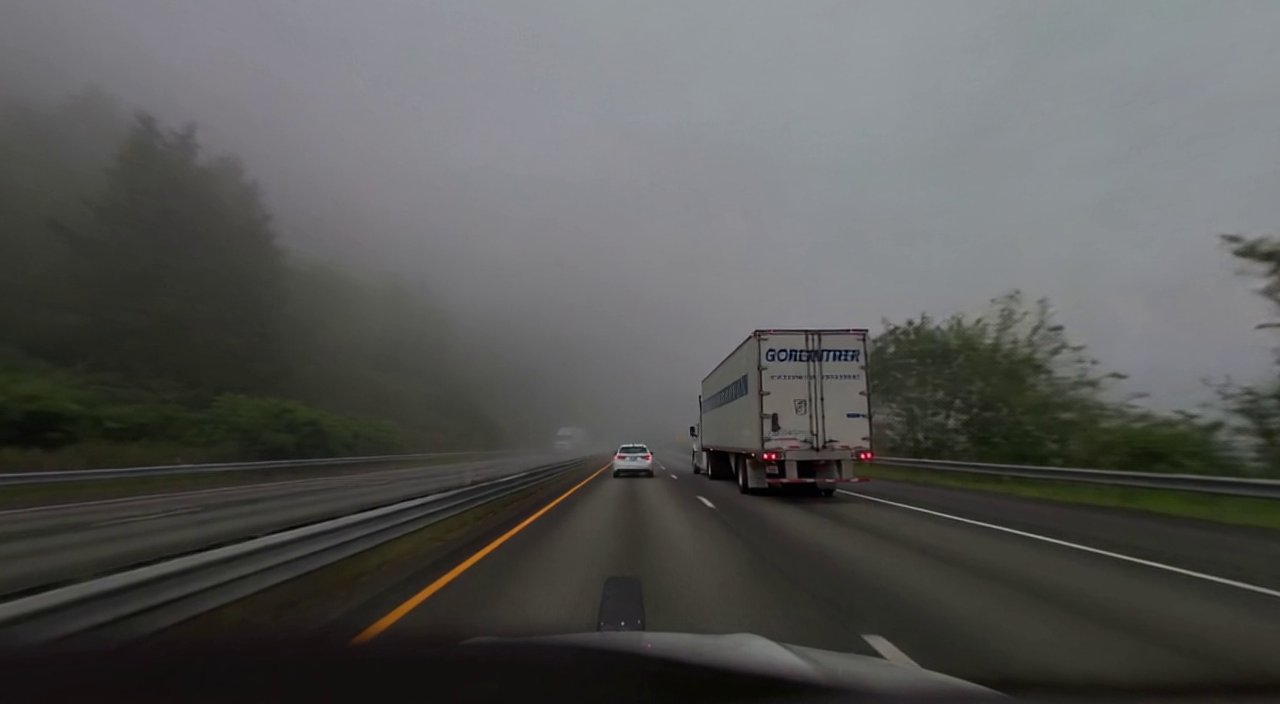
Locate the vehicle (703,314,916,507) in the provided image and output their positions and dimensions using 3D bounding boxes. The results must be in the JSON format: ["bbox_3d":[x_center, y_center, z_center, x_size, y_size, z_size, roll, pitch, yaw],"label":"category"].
[{"bbox_3d":[4.250,2.304,20.456,2.909,4.074,14.457,0,-9,0],"label":"vehicle"}]

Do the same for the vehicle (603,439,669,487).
[{"bbox_3d":[-0.135,3.806,21.863,2.074,1.475,3.960,0,-9,0],"label":"vehicle"}]
